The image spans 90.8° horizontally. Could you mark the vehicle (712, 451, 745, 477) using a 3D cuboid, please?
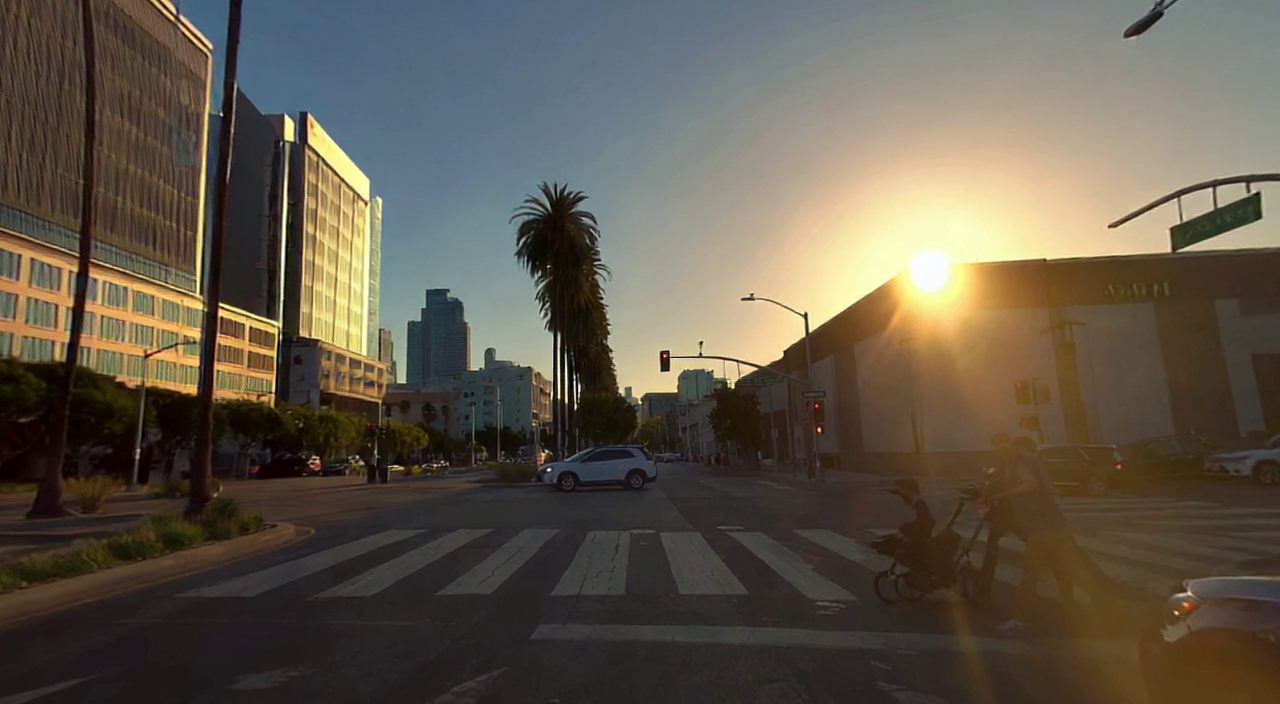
[{"bbox_3d":[6.248,7.804,44.196,2.176,1.690,4.138,-2,-9,9],"label":"vehicle"}]

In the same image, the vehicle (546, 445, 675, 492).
[{"bbox_3d":[-1.052,4.207,23.003,4.499,1.594,1.898,0,-9,-2],"label":"vehicle"}]

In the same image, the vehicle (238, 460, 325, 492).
[{"bbox_3d":[-19.944,6.872,35.450,2.069,1.540,4.774,0,-8,0],"label":"vehicle"}]

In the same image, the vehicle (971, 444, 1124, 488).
[{"bbox_3d":[15.070,4.217,23.568,4.273,1.525,2.000,-1,-8,2],"label":"vehicle"}]

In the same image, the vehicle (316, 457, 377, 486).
[{"bbox_3d":[-20.069,8.164,43.408,2.043,1.745,4.420,0,-8,0],"label":"vehicle"}]
